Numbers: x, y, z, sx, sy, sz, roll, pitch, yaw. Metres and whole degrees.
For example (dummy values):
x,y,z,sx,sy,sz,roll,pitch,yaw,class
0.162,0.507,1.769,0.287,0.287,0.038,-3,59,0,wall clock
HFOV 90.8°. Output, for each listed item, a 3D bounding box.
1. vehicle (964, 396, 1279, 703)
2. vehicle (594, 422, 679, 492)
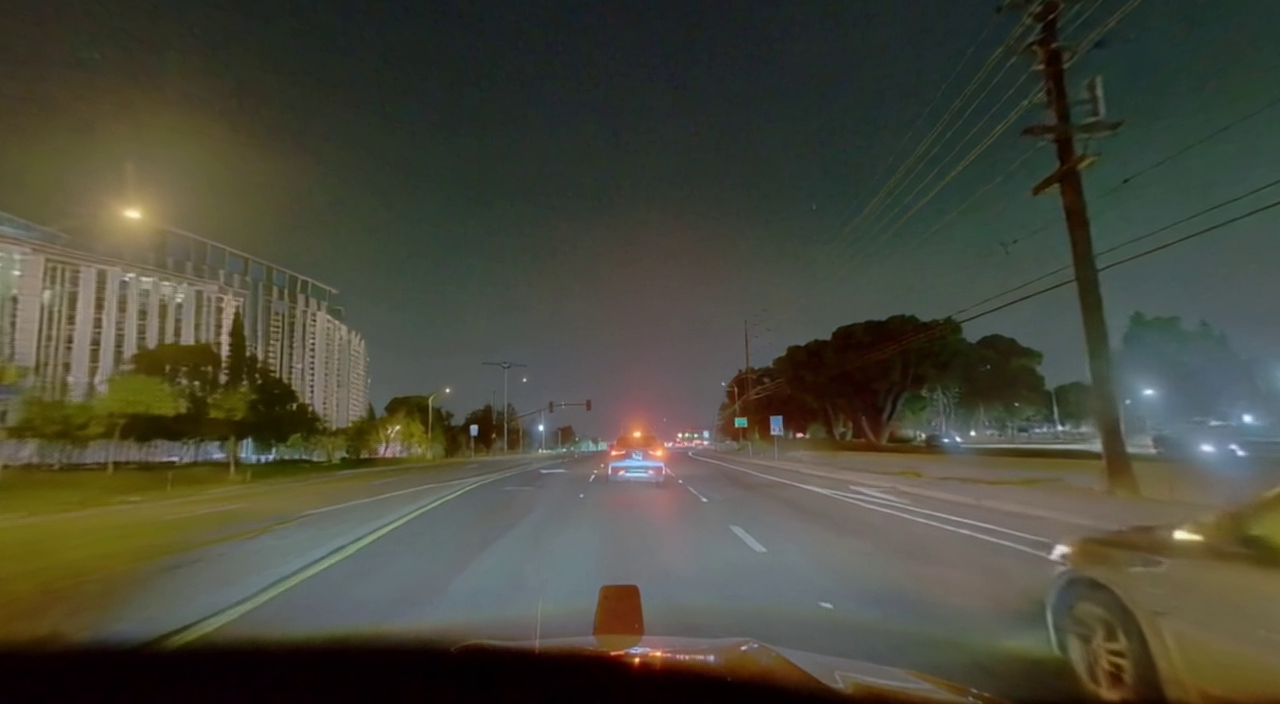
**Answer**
x,y,z,sx,sy,sz,roll,pitch,yaw,class
3.142,0.850,1.795,1.990,1.482,4.575,0,-9,0,vehicle
-0.091,3.032,18.419,2.189,1.776,4.342,0,-9,0,vehicle
